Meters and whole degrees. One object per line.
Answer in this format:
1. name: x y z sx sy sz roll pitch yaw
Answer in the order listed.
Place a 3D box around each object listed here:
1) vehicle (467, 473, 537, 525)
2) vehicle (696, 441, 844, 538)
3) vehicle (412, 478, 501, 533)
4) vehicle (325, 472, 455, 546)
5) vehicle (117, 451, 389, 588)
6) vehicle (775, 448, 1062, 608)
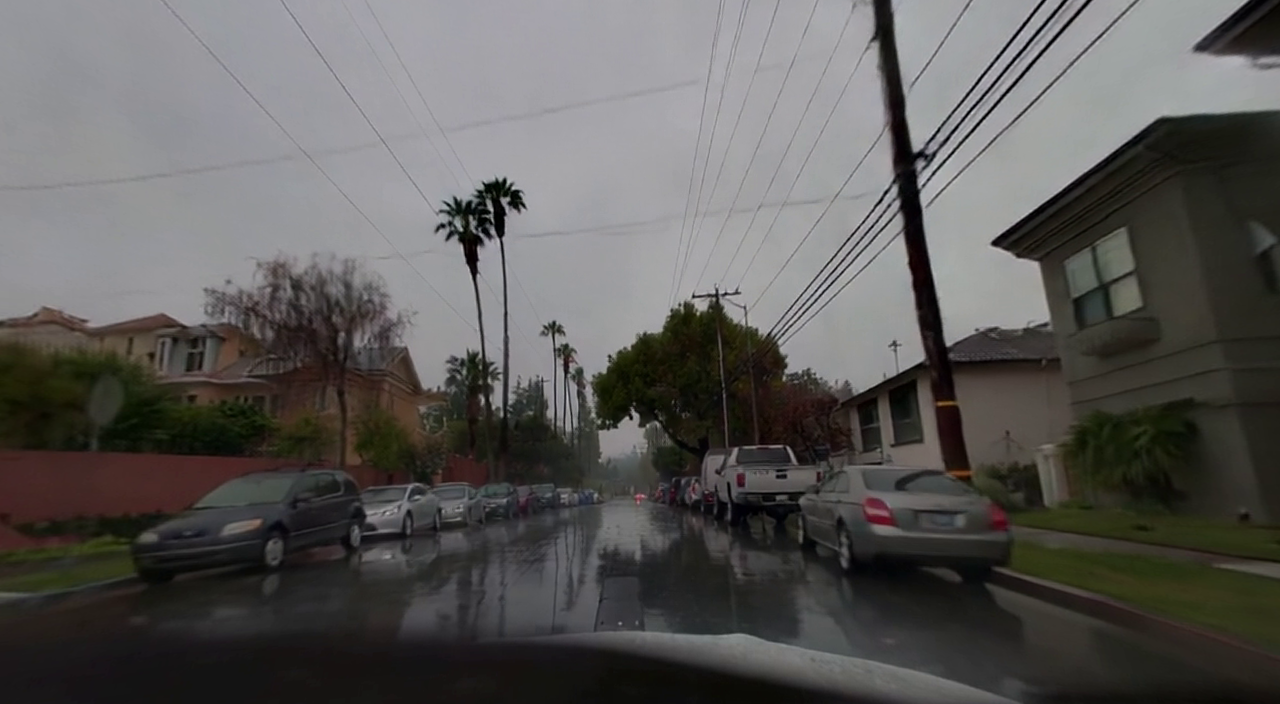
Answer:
1. vehicle: -6.214 6.665 28.991 2.349 1.952 4.848 0 -8 -3
2. vehicle: 2.948 3.269 16.059 2.268 1.953 6.124 0 -8 -2
3. vehicle: -6.356 5.340 22.359 1.874 1.449 4.622 0 -8 -2
4. vehicle: -6.562 4.131 17.107 1.841 1.491 4.525 0 -8 -2
5. vehicle: -6.506 2.773 11.531 1.933 1.824 5.142 0 -8 -3
6. vehicle: 3.062 1.962 7.962 1.756 1.455 3.965 0 -8 -1
